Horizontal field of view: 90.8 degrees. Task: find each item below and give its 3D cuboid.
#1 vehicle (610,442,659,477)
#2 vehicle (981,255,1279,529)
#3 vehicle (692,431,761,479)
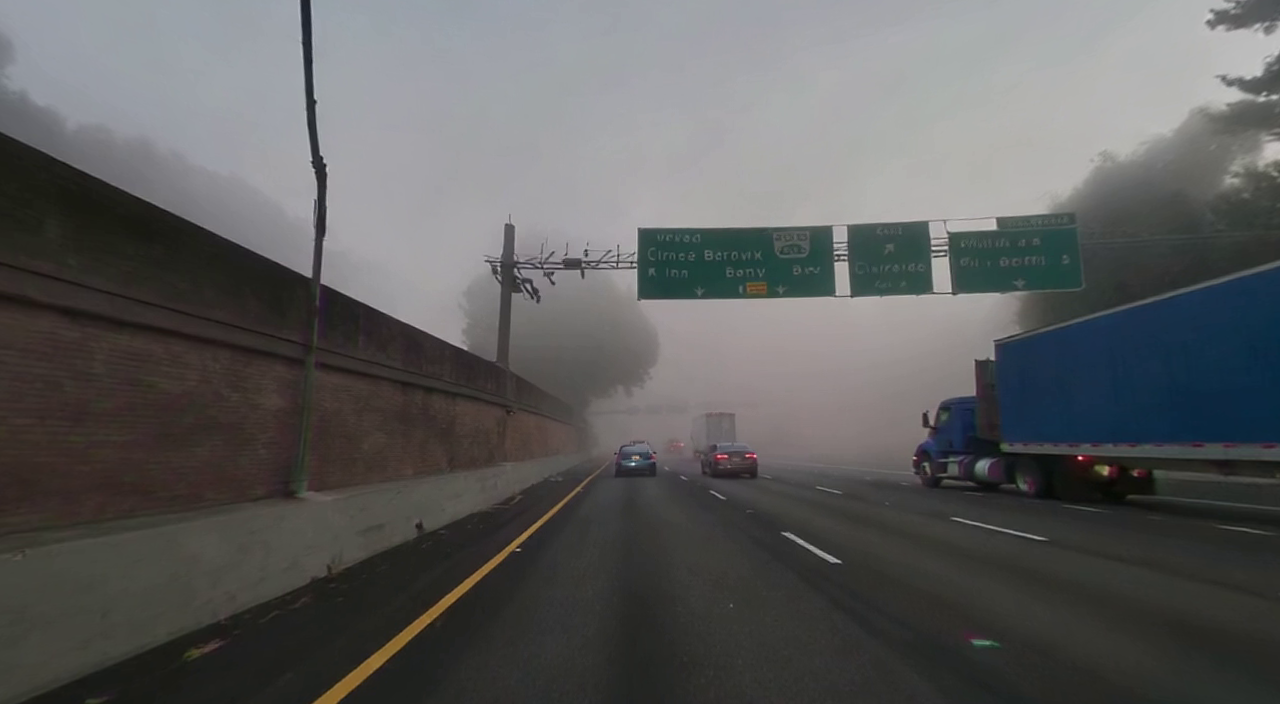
[{"bbox_3d":[-0.274,4.868,28.883,2.083,1.477,3.965,0,-9,-1],"label":"vehicle"},{"bbox_3d":[11.229,0.660,10.012,2.914,4.134,15.553,0,-9,0],"label":"vehicle"},{"bbox_3d":[3.569,4.395,27.073,2.114,1.849,4.692,0,-9,-2],"label":"vehicle"}]
